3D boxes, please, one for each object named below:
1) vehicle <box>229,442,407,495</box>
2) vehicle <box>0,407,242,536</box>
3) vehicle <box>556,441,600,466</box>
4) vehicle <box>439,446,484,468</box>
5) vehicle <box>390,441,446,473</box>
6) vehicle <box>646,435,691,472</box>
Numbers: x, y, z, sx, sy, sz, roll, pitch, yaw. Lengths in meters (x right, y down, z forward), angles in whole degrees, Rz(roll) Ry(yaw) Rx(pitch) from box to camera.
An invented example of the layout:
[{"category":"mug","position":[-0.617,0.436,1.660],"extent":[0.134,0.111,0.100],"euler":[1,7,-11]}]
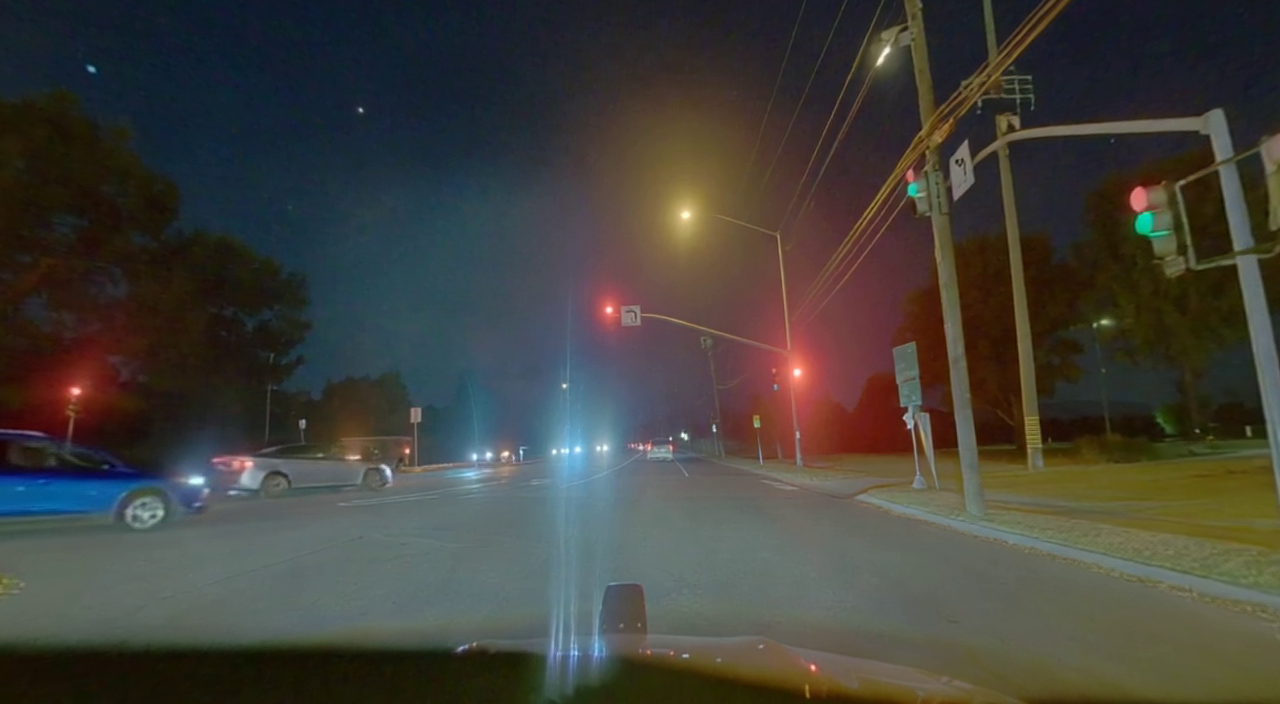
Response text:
[{"category":"vehicle","position":[-9.919,3.567,19.662],"extent":[1.846,1.446,4.531],"euler":[-8,-11,40]},{"category":"vehicle","position":[-10.475,2.009,10.806],"extent":[5.930,1.986,2.137],"euler":[5,-10,-30]},{"category":"vehicle","position":[-3.874,6.500,40.267],"extent":[1.904,1.482,4.603],"euler":[-1,-8,6]},{"category":"vehicle","position":[-12.685,7.477,44.937],"extent":[1.841,1.477,4.485],"euler":[-1,-8,1]},{"category":"vehicle","position":[-13.228,6.299,37.626],"extent":[1.772,1.647,4.221],"euler":[-4,-9,0]},{"category":"vehicle","position":[1.516,5.090,31.652],"extent":[2.051,1.666,4.607],"euler":[-1,-9,5]}]
